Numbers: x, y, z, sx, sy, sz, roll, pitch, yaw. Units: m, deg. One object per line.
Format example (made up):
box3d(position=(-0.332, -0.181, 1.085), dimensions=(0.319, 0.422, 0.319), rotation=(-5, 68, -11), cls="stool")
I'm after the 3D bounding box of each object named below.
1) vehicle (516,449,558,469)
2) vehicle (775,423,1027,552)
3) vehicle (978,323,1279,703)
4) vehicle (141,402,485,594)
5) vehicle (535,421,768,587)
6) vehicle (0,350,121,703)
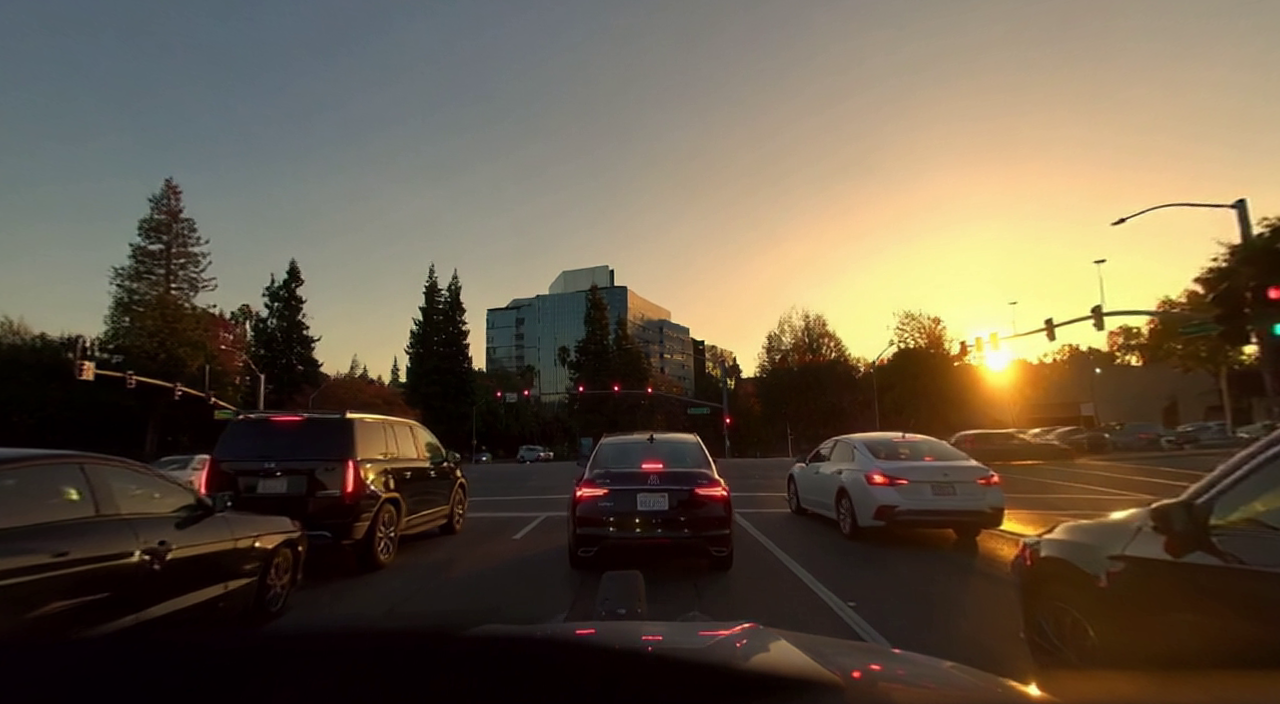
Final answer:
box3d(position=(-7.961, 8.184, 48.408), dimensions=(1.996, 1.442, 4.629), rotation=(4, -9, -24), cls="vehicle")
box3d(position=(3.537, 1.921, 9.647), dimensions=(1.874, 1.487, 4.404), rotation=(0, -9, -1), cls="vehicle")
box3d(position=(3.289, 0.709, 1.854), dimensions=(2.178, 1.691, 4.314), rotation=(0, -9, 0), cls="vehicle")
box3d(position=(-3.428, 1.618, 7.793), dimensions=(1.958, 1.693, 4.242), rotation=(0, -9, 0), cls="vehicle")
box3d(position=(0.049, 1.689, 7.826), dimensions=(2.114, 1.482, 4.056), rotation=(0, -9, -2), cls="vehicle")
box3d(position=(-3.337, 0.555, 0.500), dimensions=(2.034, 1.655, 4.465), rotation=(0, -9, 0), cls="vehicle")
